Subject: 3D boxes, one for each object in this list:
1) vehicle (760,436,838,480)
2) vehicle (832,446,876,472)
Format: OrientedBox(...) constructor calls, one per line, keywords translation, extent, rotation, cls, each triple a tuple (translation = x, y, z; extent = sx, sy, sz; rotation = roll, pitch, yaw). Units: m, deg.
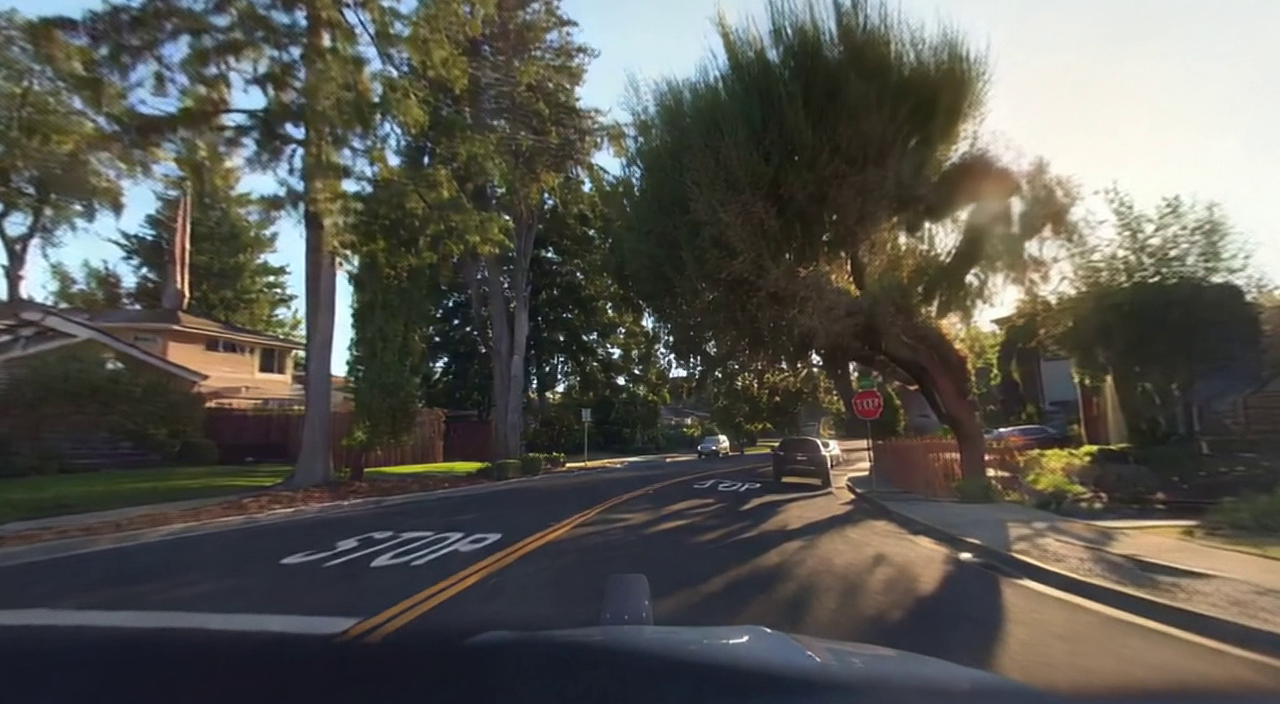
OrientedBox(translation=(6.891, 4.457, 26.850), extent=(2.692, 1.649, 4.689), rotation=(-3, -9, 20), cls="vehicle")
OrientedBox(translation=(13.600, 6.744, 39.915), extent=(2.083, 1.493, 5.037), rotation=(-3, -10, 24), cls="vehicle")
